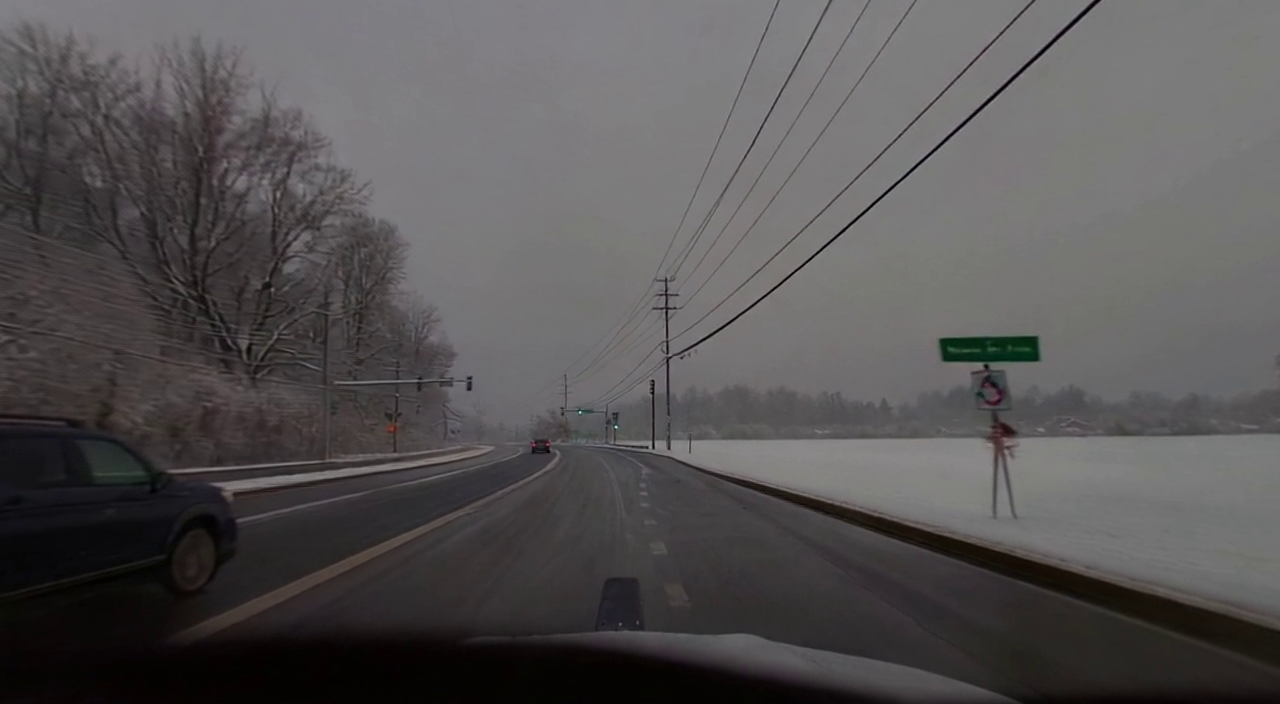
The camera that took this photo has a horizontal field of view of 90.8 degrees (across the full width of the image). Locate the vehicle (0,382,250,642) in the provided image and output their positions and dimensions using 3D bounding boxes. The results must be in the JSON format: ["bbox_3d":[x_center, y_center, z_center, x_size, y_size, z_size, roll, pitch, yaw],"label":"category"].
[{"bbox_3d":[-5.505,1.110,4.443,2.374,1.727,5.175,0,-9,-3],"label":"vehicle"}]
